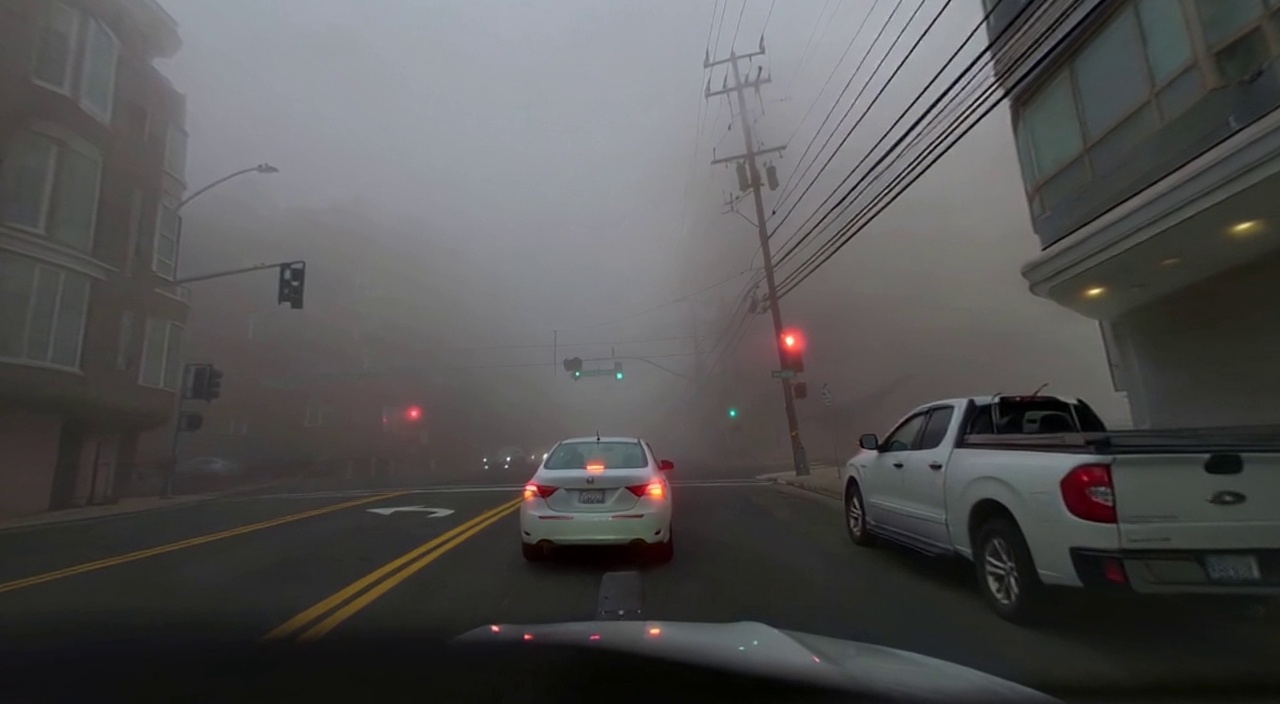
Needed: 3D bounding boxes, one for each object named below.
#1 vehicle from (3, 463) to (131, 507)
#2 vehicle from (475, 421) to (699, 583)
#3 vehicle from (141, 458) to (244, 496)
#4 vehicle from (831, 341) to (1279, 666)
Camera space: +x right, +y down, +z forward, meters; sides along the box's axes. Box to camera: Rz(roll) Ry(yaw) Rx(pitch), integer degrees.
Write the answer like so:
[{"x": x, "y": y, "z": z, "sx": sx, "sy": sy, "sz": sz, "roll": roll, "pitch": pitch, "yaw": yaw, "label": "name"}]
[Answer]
[{"x": -24.771, "y": 5.755, "z": 27.393, "sx": 3.891, "sy": 1.538, "sz": 1.698, "roll": -4, "pitch": -11, "yaw": 0, "label": "vehicle"}, {"x": -0.479, "y": 1.670, "z": 7.841, "sx": 2.019, "sy": 1.453, "sz": 4.129, "roll": 0, "pitch": -8, "yaw": 0, "label": "vehicle"}, {"x": -25.353, "y": 7.091, "z": 35.906, "sx": 4.337, "sy": 1.739, "sz": 1.981, "roll": -5, "pitch": -11, "yaw": 1, "label": "vehicle"}, {"x": 3.839, "y": 1.259, "z": 6.353, "sx": 2.248, "sy": 1.945, "sz": 5.011, "roll": 0, "pitch": -8, "yaw": 0, "label": "vehicle"}]
